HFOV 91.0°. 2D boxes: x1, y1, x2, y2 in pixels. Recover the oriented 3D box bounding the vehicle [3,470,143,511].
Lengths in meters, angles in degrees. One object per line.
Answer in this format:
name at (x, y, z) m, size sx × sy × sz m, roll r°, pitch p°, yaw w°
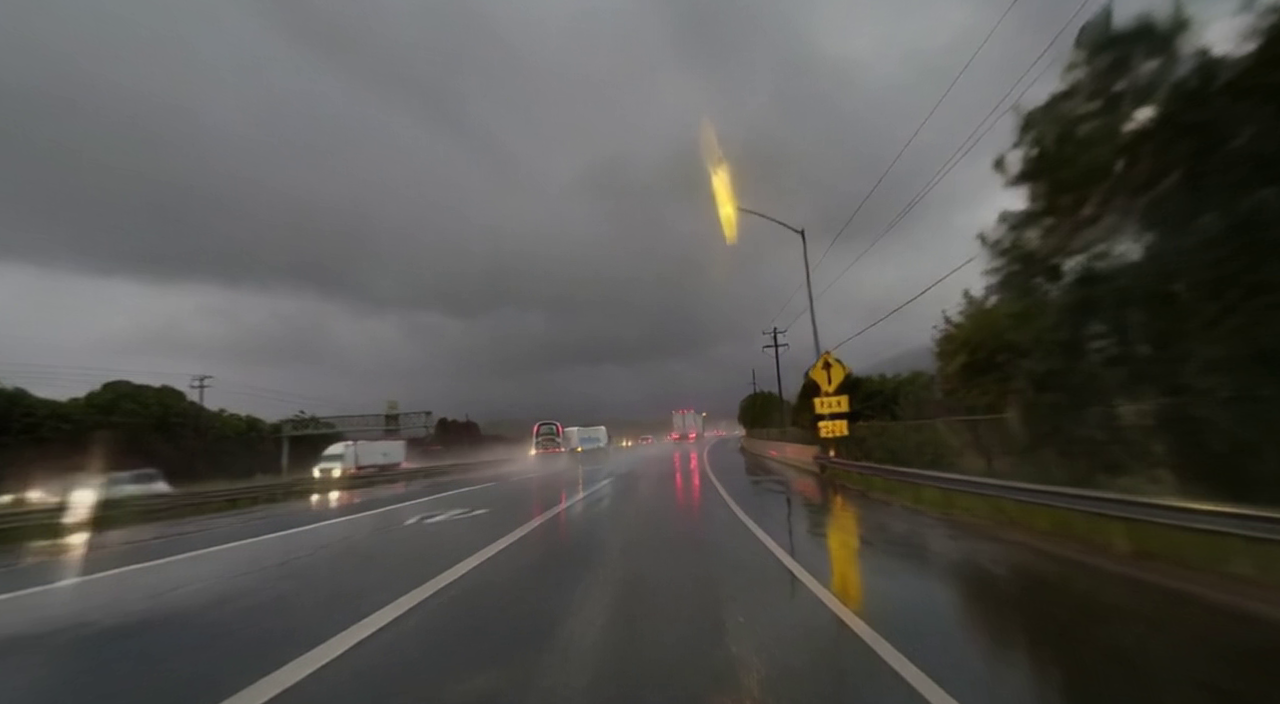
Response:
vehicle at (-31.104, 7.575, 34.840) m, size 2.205 × 1.827 × 5.323 m, roll -2°, pitch -9°, yaw 12°
